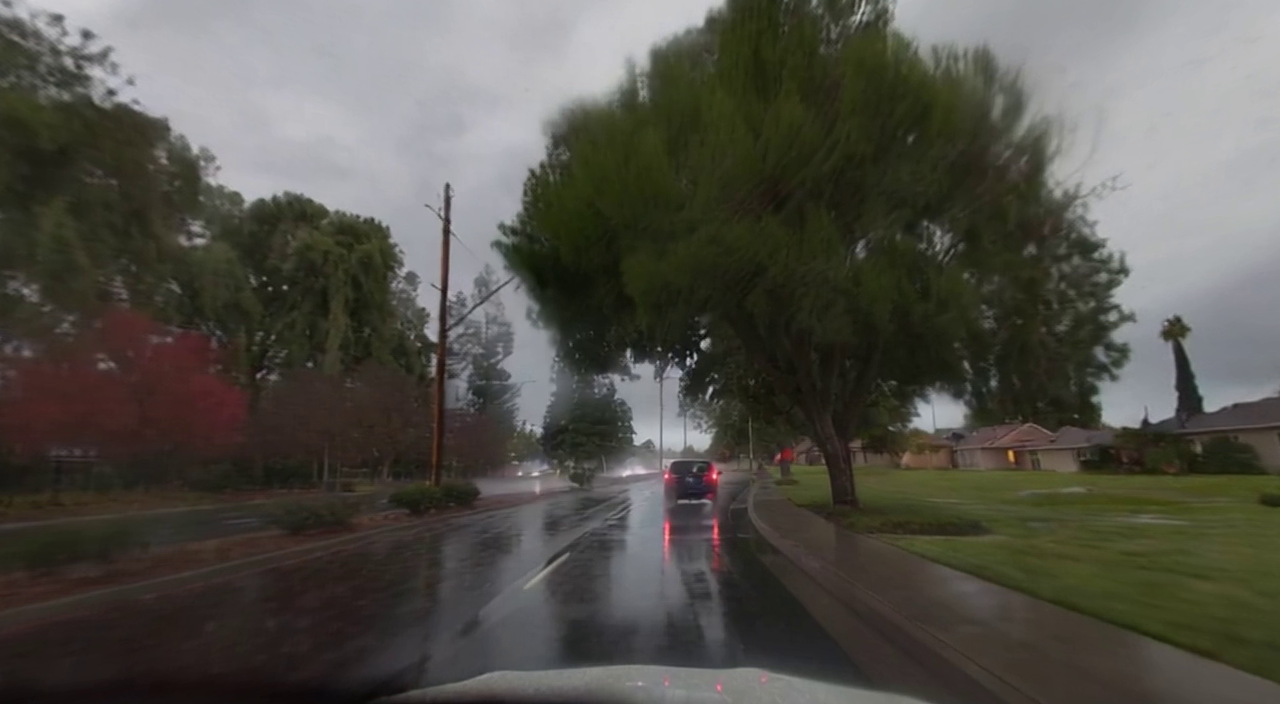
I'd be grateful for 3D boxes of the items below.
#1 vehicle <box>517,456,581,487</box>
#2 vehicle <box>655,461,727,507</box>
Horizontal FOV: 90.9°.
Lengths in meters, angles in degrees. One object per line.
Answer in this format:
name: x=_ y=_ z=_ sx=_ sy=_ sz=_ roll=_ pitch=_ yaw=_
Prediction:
vehicle: x=-4.722 y=6.347 z=33.511 sx=1.870 sy=1.518 sz=4.390 roll=-2 pitch=-11 yaw=13
vehicle: x=1.791 y=4.257 z=20.596 sx=1.972 sy=1.250 sz=5.282 roll=-1 pitch=-11 yaw=9
